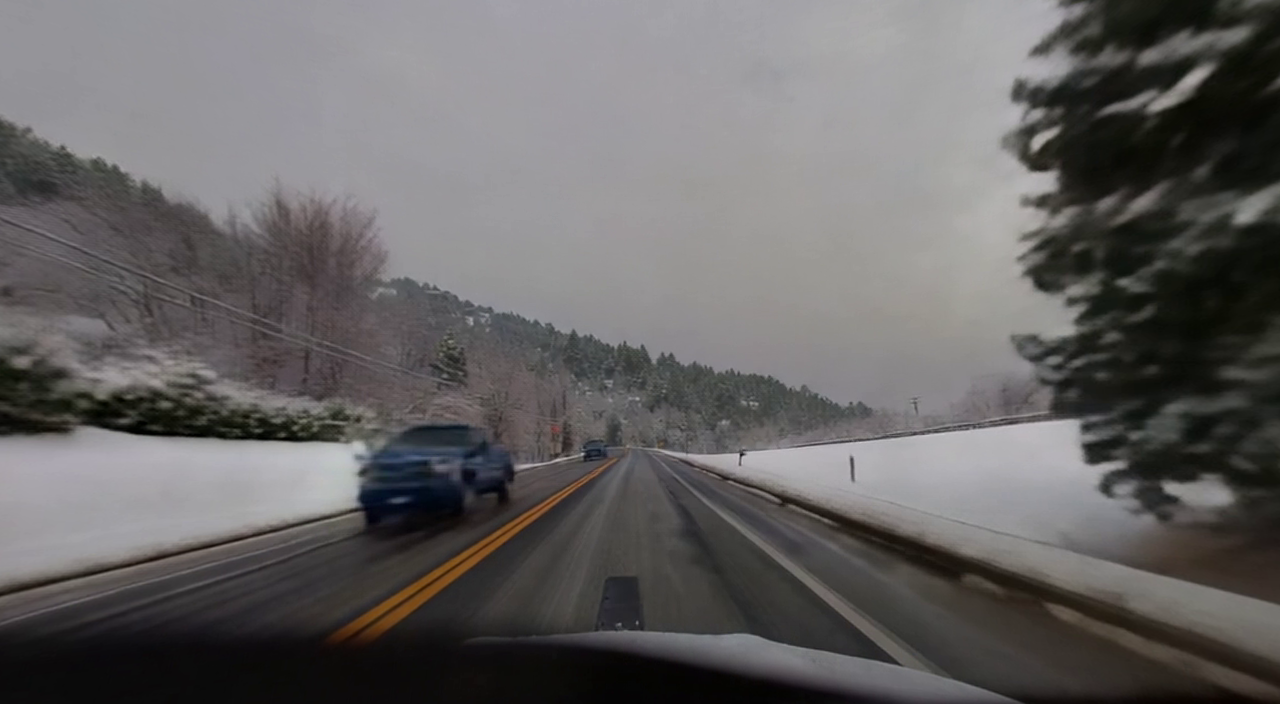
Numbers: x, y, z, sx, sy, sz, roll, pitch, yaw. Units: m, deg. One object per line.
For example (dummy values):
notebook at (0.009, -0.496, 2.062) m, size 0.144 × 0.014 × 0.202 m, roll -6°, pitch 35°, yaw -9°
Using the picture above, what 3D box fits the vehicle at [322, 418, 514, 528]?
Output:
vehicle at (-4.188, 2.374, 12.953) m, size 2.309 × 1.826 × 4.542 m, roll 0°, pitch -8°, yaw 0°
